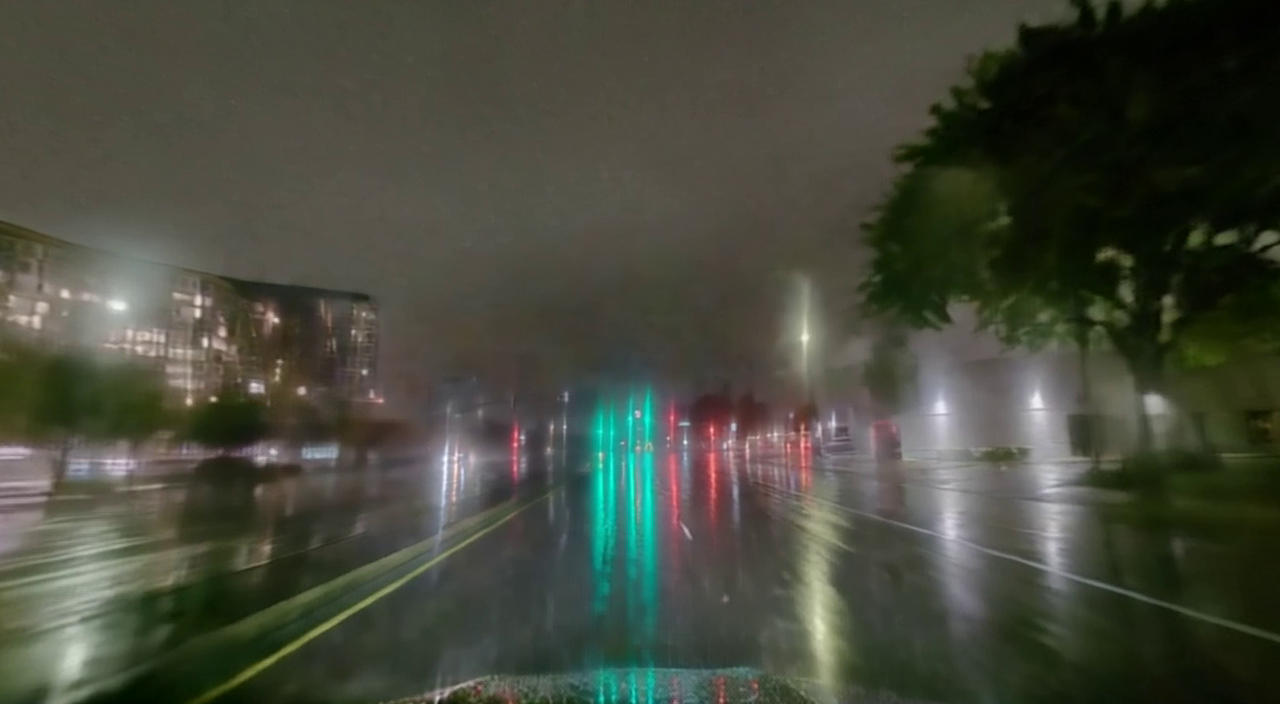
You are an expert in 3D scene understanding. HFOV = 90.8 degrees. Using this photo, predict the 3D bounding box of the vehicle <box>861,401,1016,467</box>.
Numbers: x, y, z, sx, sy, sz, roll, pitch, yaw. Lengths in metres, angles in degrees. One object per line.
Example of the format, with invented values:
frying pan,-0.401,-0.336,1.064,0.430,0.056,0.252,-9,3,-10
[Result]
vehicle,16.654,4.641,35.602,7.225,3.553,2.709,0,-9,-3
